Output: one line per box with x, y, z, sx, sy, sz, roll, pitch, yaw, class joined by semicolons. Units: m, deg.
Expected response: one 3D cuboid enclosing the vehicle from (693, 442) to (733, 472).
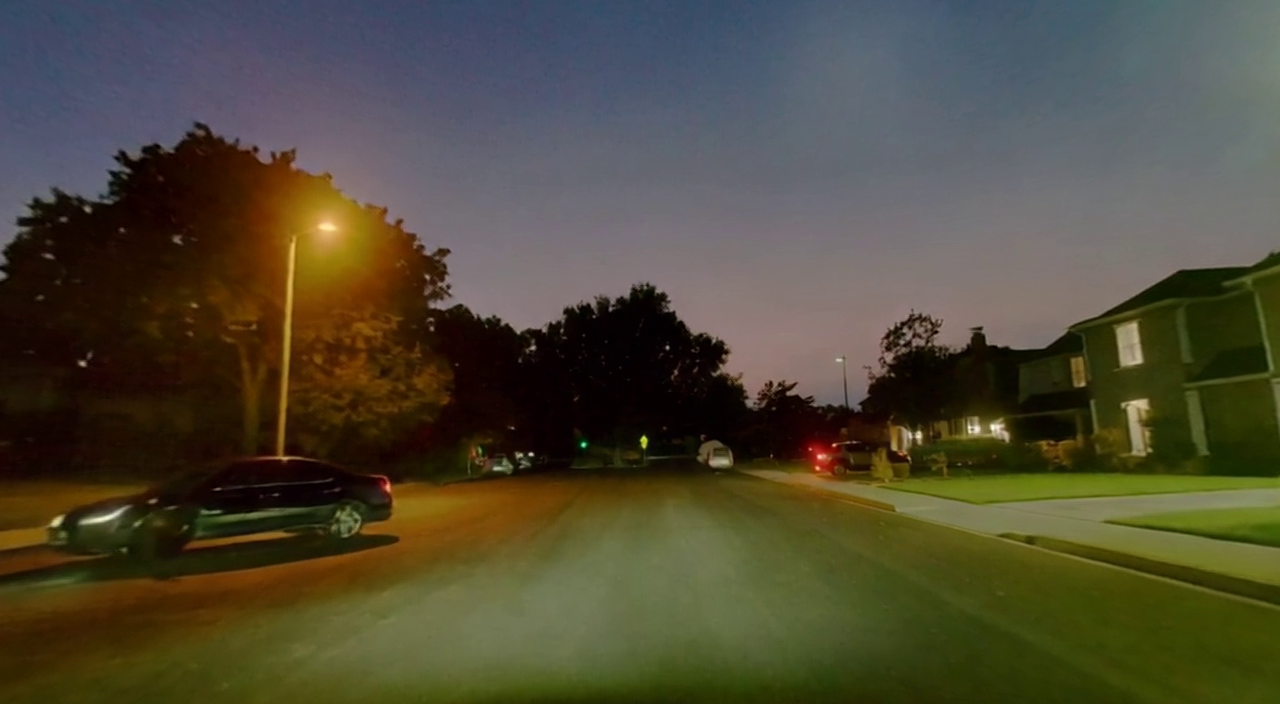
4.838;7.006;42.384;2.051;1.925;4.625;0;-9;-1;vehicle

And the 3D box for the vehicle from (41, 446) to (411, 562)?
-6.592;2.388;10.713;4.750;1.559;1.928;5;-10;-30;vehicle

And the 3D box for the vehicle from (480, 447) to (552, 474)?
-8.842;7.699;45.102;4.620;1.695;2.004;5;-11;-38;vehicle

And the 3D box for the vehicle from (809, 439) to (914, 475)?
11.568;5.517;33.279;4.733;1.843;2.005;0;-9;2;vehicle
